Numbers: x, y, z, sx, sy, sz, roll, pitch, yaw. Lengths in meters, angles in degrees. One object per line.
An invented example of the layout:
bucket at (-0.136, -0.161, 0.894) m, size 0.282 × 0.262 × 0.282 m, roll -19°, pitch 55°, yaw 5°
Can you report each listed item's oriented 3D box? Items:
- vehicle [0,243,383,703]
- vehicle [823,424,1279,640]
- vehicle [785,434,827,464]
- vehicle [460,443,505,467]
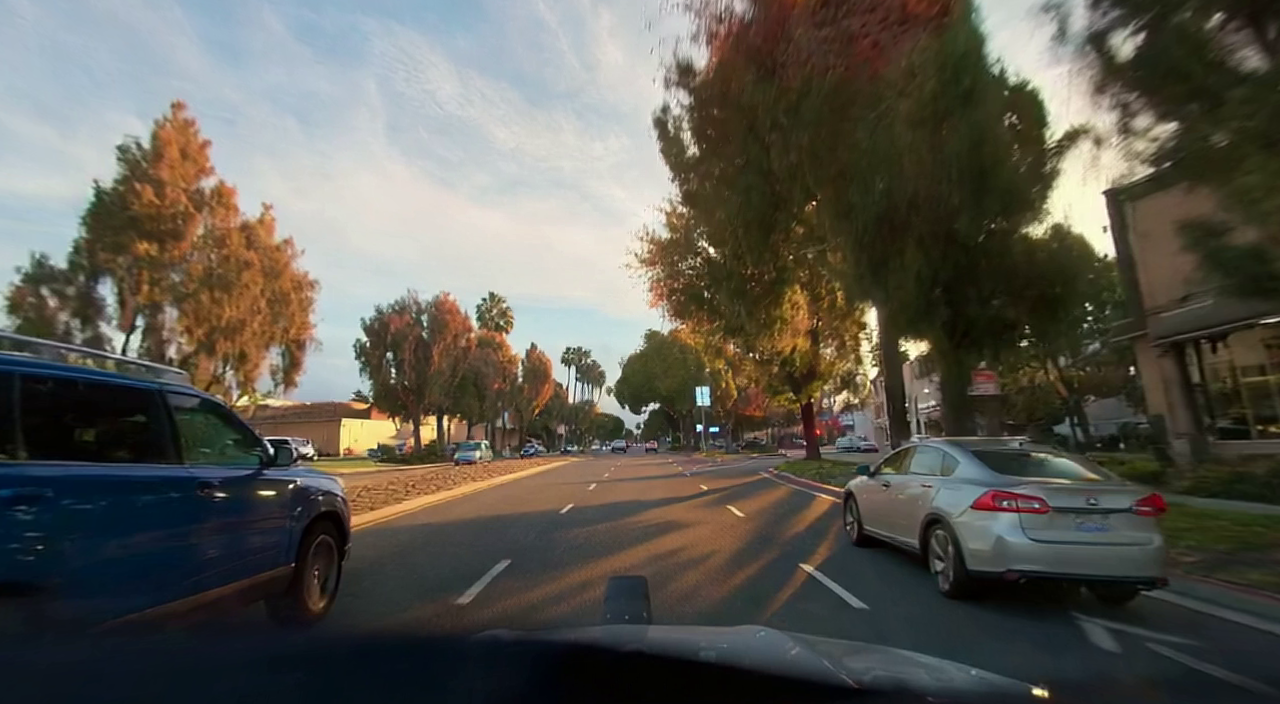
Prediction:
vehicle at (-3.337, 0.758, 3.139) m, size 2.152 × 1.987 × 4.527 m, roll 0°, pitch -9°, yaw 0°
vehicle at (3.580, 1.581, 6.661) m, size 1.978 × 1.455 × 4.582 m, roll 0°, pitch -9°, yaw 1°
vehicle at (10.932, 6.325, 41.212) m, size 2.180 × 1.808 × 4.462 m, roll -3°, pitch -9°, yaw 20°
vehicle at (-10.072, 6.624, 40.651) m, size 1.847 × 1.481 × 3.819 m, roll 0°, pitch -9°, yaw 1°
